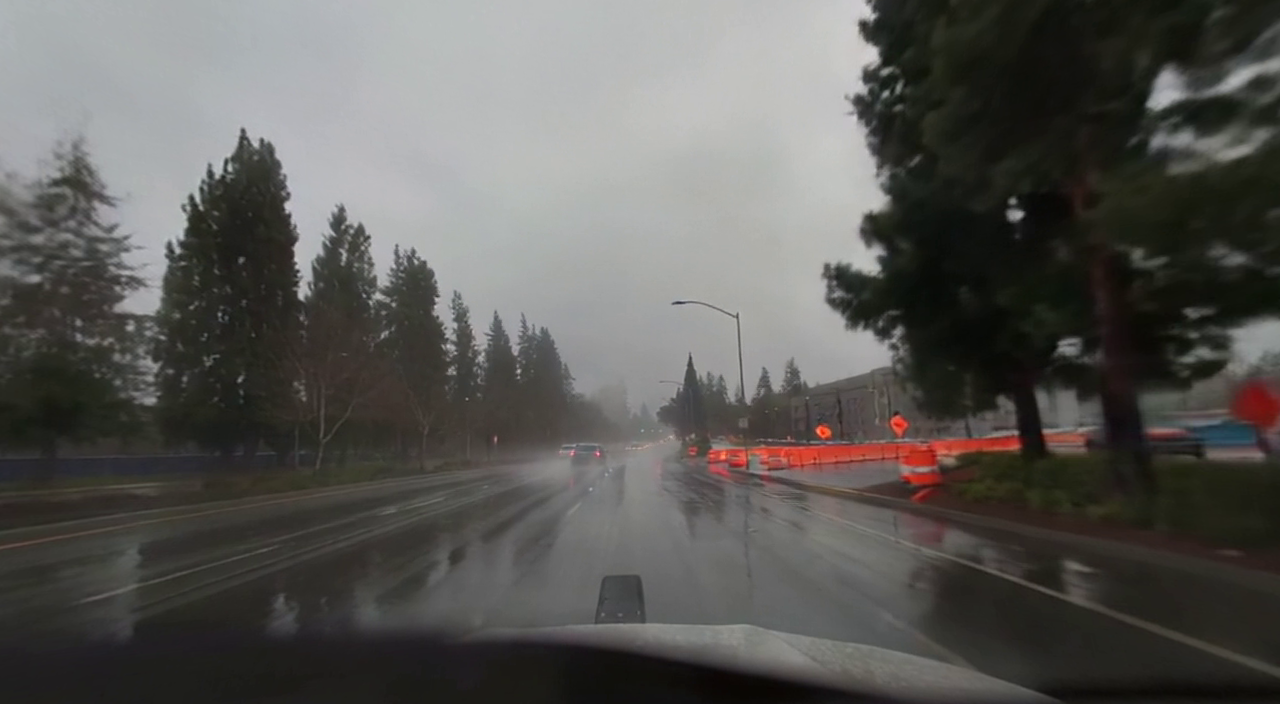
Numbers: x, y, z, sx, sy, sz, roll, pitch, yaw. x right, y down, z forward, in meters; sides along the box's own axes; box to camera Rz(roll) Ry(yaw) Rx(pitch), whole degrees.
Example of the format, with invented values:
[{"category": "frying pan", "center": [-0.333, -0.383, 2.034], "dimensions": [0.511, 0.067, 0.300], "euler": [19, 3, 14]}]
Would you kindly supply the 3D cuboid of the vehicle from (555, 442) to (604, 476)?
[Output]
[{"category": "vehicle", "center": [-3.116, 5.545, 33.136], "dimensions": [2.121, 1.654, 3.993], "euler": [0, -8, 1]}]
